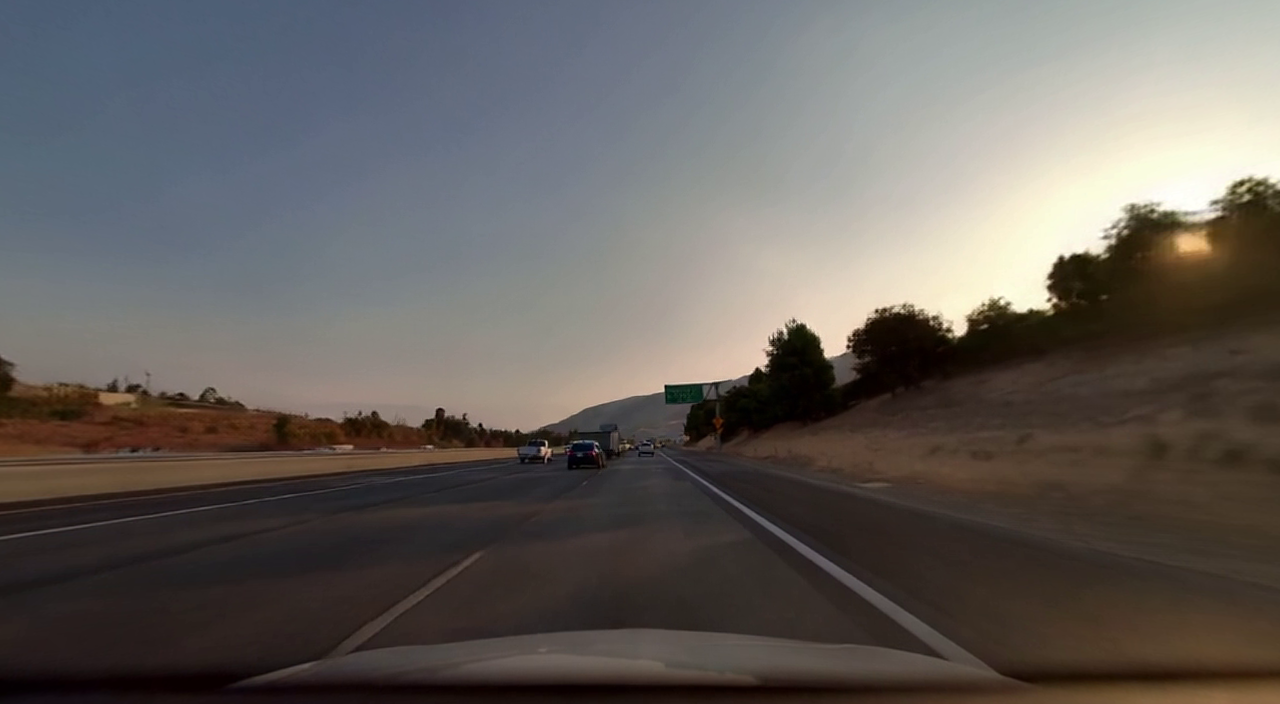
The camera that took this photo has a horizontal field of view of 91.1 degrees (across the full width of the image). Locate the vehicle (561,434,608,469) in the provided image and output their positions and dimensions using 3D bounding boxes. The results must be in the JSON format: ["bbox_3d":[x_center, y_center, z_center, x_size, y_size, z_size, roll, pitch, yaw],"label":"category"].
[{"bbox_3d":[-2.981,5.420,34.402,2.194,1.766,3.720,0,-8,0],"label":"vehicle"}]

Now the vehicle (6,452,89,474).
[{"bbox_3d":[-42.082,7.867,44.744,1.658,1.442,4.395,0,-8,-1],"label":"vehicle"}]

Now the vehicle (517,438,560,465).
[{"bbox_3d":[-6.926,6.824,43.212,2.078,1.729,4.722,0,-8,1],"label":"vehicle"}]
